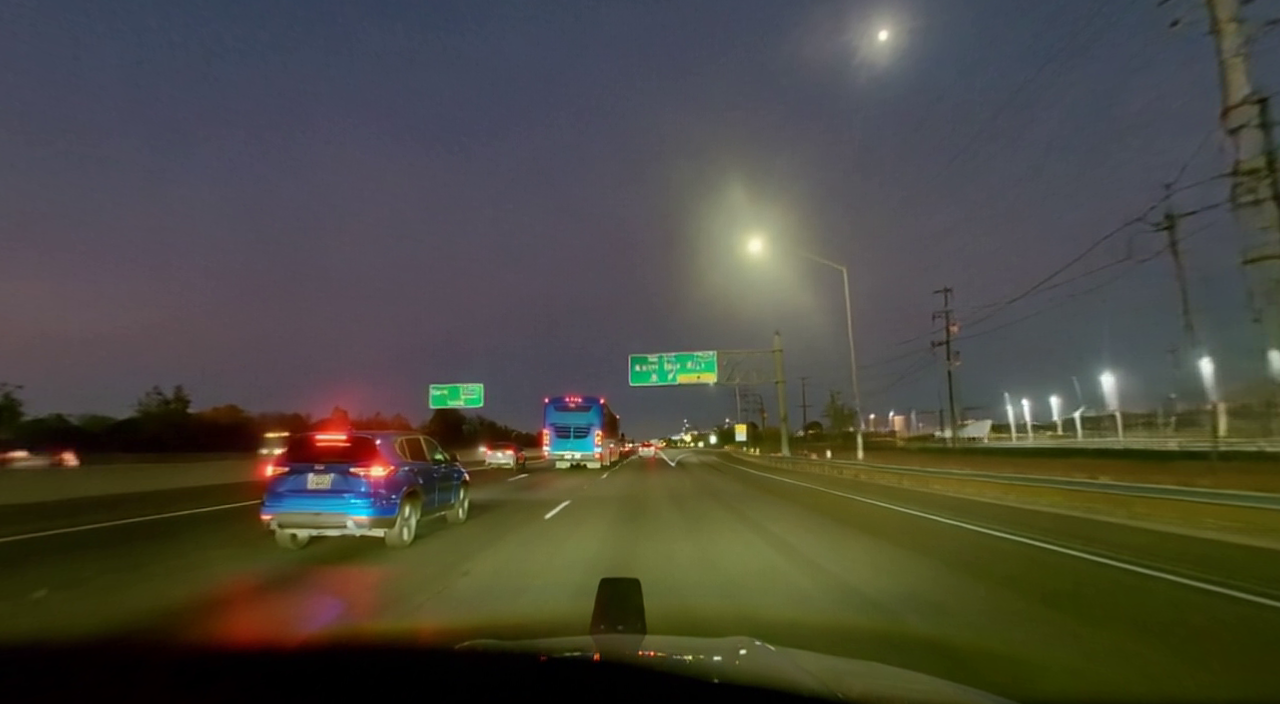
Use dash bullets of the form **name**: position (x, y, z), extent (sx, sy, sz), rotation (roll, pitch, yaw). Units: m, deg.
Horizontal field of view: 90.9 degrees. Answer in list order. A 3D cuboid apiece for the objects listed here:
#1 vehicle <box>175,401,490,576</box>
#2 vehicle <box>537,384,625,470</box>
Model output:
- **vehicle**: position (-3.585, 1.674, 8.473), extent (2.021, 1.730, 4.223), rotation (0, -8, 1)
- **vehicle**: position (-2.741, 4.230, 33.664), extent (3.382, 3.712, 11.766), rotation (1, -9, 1)
